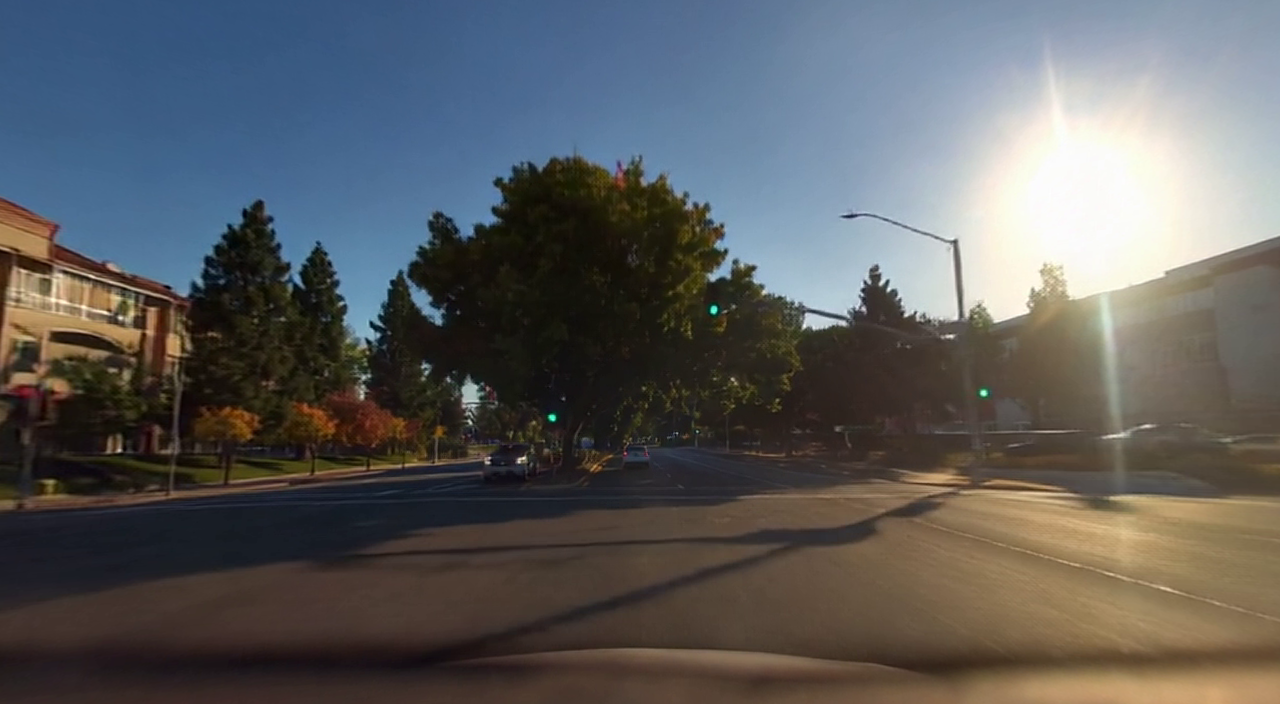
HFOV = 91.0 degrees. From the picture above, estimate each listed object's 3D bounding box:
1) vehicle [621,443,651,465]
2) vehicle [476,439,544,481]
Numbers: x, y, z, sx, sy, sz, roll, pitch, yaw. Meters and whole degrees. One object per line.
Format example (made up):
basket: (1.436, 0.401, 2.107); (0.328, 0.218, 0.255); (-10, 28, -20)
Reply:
vehicle: (-0.307, 7.254, 44.914); (2.064, 1.477, 3.968); (0, -9, -1)
vehicle: (-5.467, 4.590, 27.020); (2.016, 1.631, 4.148); (0, -9, 0)
